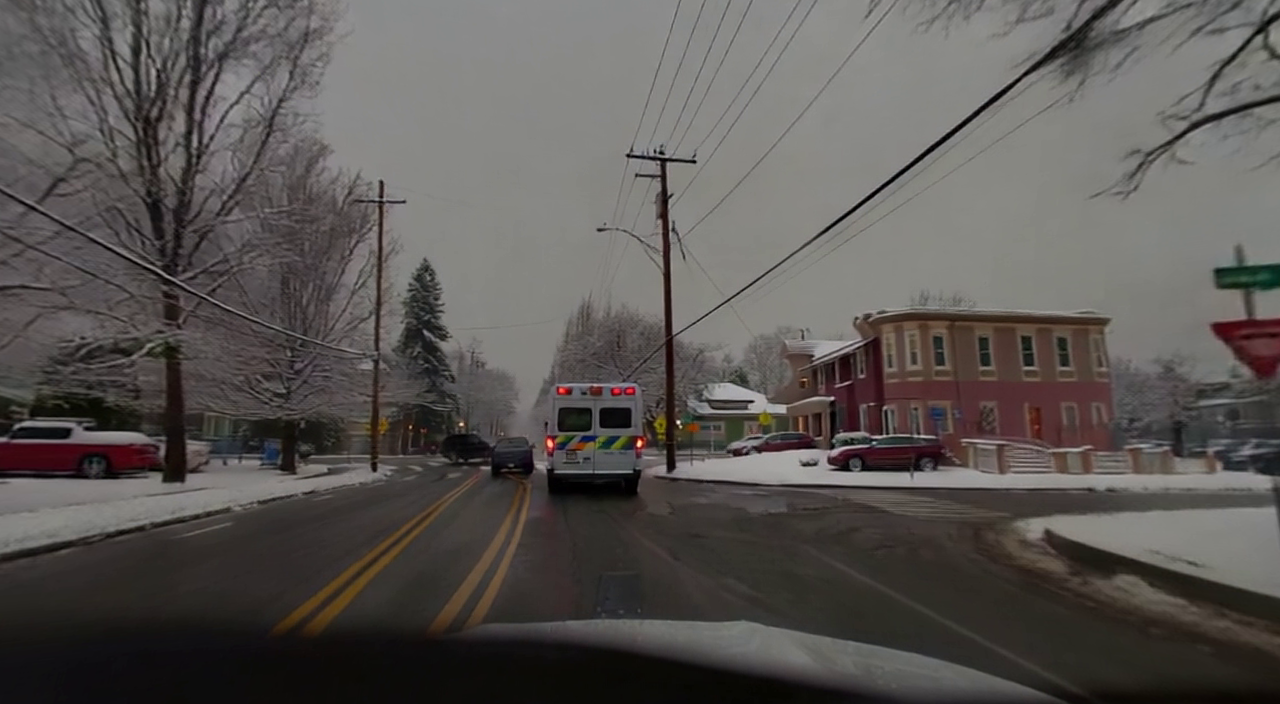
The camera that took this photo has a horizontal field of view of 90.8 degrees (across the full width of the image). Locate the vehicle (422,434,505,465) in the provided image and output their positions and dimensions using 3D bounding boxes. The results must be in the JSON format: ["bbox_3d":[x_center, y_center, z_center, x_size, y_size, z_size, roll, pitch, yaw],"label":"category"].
[{"bbox_3d":[-11.011,6.071,39.462,4.502,1.810,2.056,-3,-9,16],"label":"vehicle"}]

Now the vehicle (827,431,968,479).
[{"bbox_3d":[11.268,4.553,28.057,5.270,1.966,2.329,-1,-8,7],"label":"vehicle"}]

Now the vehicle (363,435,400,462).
[{"bbox_3d":[-18.491,6.877,45.128,2.290,1.776,4.947,3,-9,-23],"label":"vehicle"}]

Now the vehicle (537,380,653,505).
[{"bbox_3d":[-1.105,2.313,16.245,2.444,2.640,5.482,0,-8,-3],"label":"vehicle"}]

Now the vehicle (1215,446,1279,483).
[{"bbox_3d":[29.966,5.268,29.851,1.899,1.635,4.603,-2,-8,12],"label":"vehicle"}]

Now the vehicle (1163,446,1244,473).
[{"bbox_3d":[36.850,7.033,41.452,2.114,1.588,3.888,-4,-9,11],"label":"vehicle"}]

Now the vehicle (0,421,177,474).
[{"bbox_3d":[-19.999,3.318,21.709,5.910,1.681,2.579,1,-11,-8],"label":"vehicle"}]
